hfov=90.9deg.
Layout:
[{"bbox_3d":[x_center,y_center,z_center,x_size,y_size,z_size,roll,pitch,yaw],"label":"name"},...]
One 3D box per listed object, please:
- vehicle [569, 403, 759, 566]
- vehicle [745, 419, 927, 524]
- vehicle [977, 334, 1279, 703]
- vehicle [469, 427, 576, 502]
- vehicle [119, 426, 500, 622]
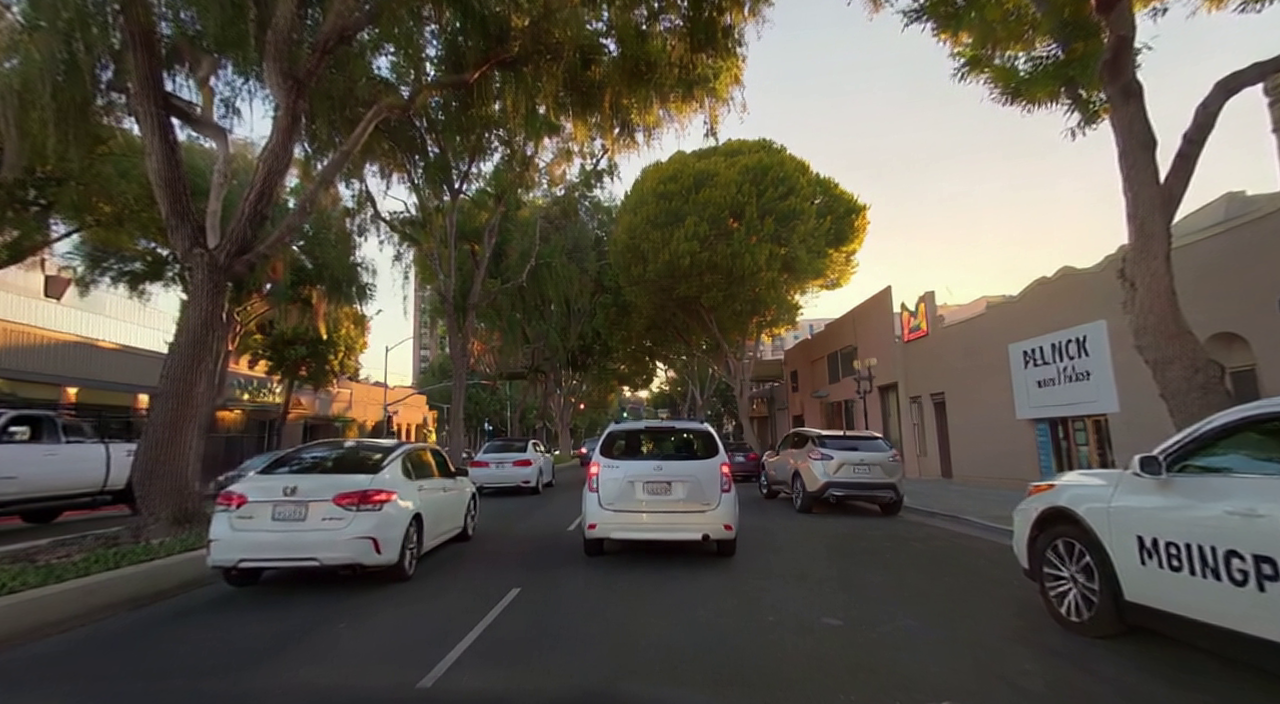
[{"bbox_3d":[0.262,1.754,8.995,2.075,1.770,4.018,0,-8,0],"label":"vehicle"},{"bbox_3d":[4.030,2.593,14.331,2.038,1.865,5.786,1,-9,-3],"label":"vehicle"},{"bbox_3d":[4.033,0.890,3.054,1.987,1.877,5.330,1,-8,2],"label":"vehicle"},{"bbox_3d":[-3.080,3.069,17.566,2.135,1.806,4.514,0,-8,0],"label":"vehicle"},{"bbox_3d":[-2.992,1.632,6.987,1.908,1.474,4.257,0,-8,0],"label":"vehicle"}]
